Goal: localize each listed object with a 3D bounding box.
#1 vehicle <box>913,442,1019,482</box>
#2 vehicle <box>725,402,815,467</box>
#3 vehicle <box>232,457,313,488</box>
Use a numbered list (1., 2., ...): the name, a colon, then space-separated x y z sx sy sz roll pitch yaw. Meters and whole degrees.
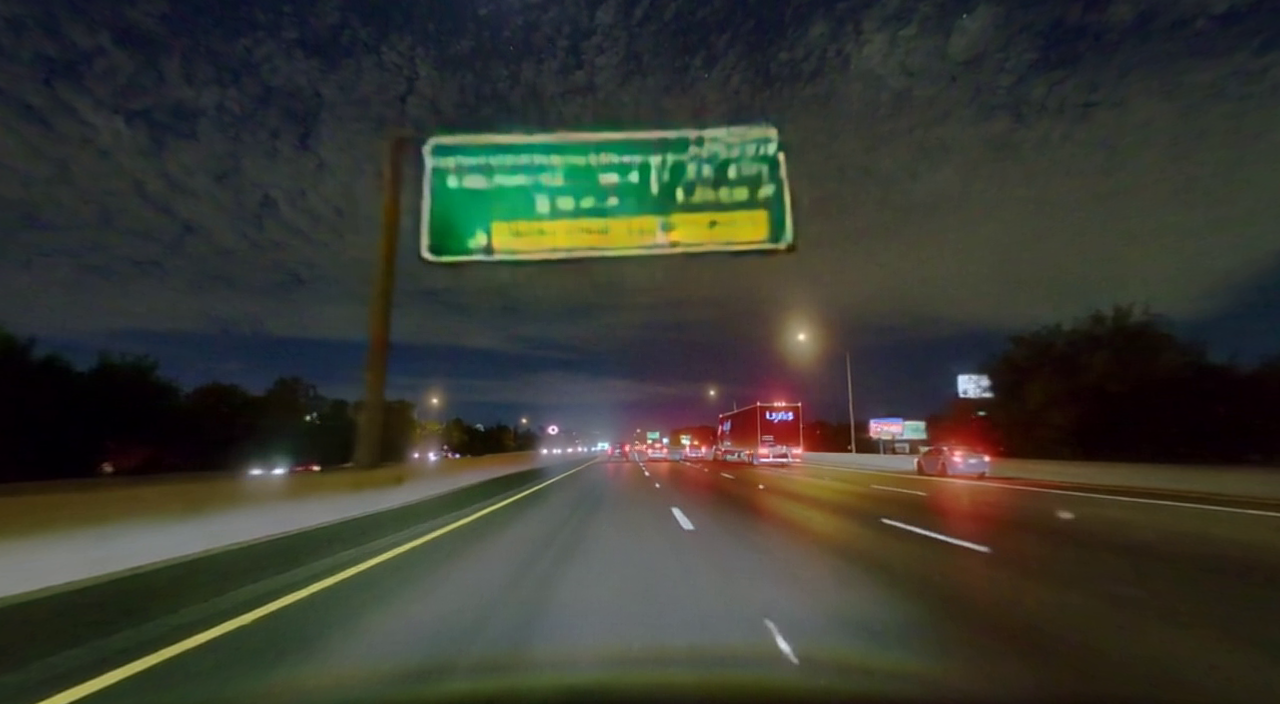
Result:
1. vehicle: 13.166 4.448 25.855 1.862 1.462 4.459 0 -9 -2
2. vehicle: 9.414 6.482 48.651 2.892 4.128 16.495 0 -9 -2
3. vehicle: -20.891 6.839 36.159 1.898 1.587 4.566 0 -9 -1
